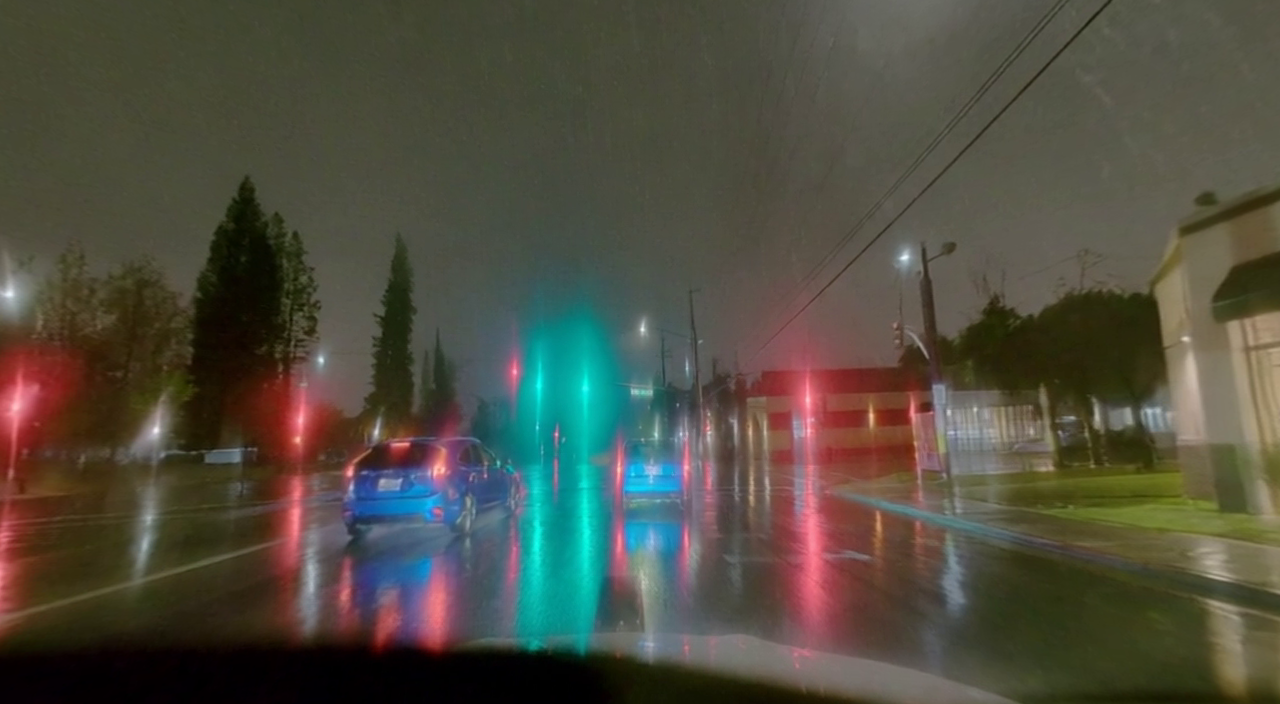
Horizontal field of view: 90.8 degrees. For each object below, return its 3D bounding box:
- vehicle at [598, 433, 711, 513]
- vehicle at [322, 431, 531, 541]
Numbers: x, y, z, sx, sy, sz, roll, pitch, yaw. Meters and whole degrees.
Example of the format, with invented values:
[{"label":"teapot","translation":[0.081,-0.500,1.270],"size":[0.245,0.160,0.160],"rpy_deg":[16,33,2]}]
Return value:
[{"label":"vehicle","translation":[0.247,2.531,13.698],"size":[2.059,1.456,4.047],"rpy_deg":[0,-8,0]},{"label":"vehicle","translation":[-3.301,2.162,10.873],"size":[2.032,1.467,4.411],"rpy_deg":[0,-8,0]}]
